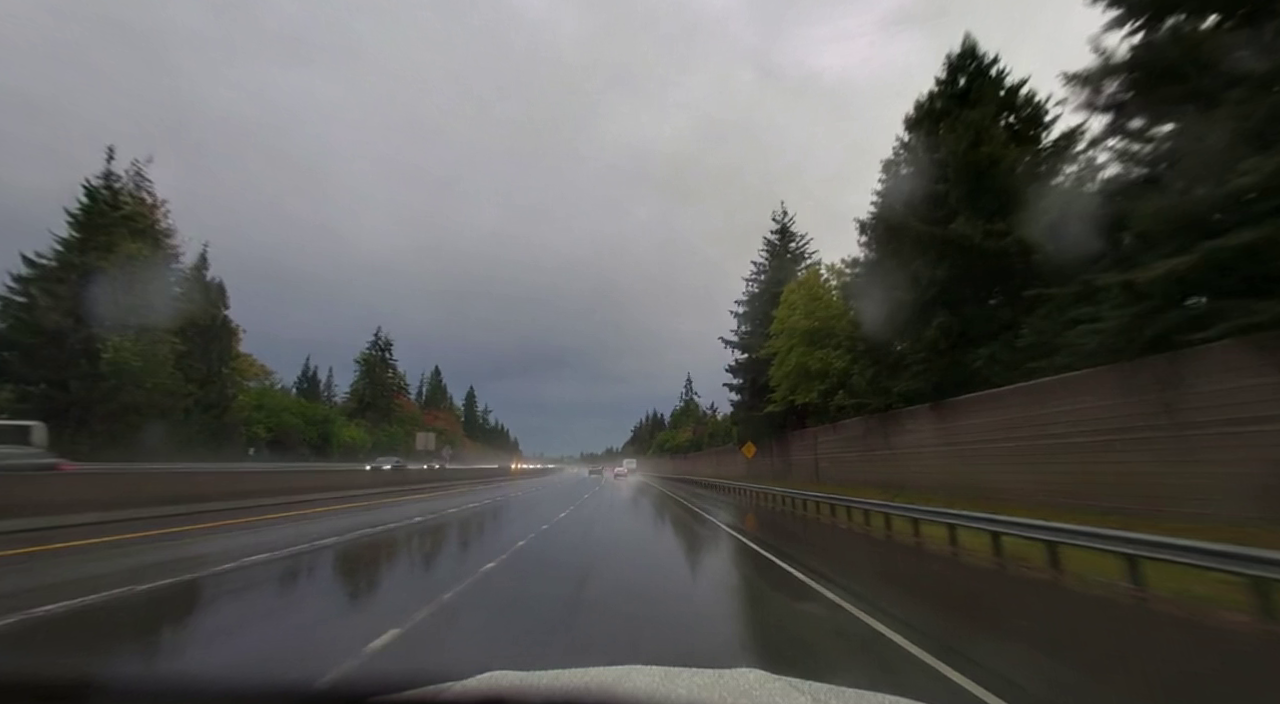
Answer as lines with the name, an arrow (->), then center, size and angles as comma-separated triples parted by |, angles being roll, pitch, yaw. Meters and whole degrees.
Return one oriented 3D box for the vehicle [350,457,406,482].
vehicle -> -17.280, 7.781, 41.744 | 1.896, 1.527, 4.385 | 1, -10, -1
